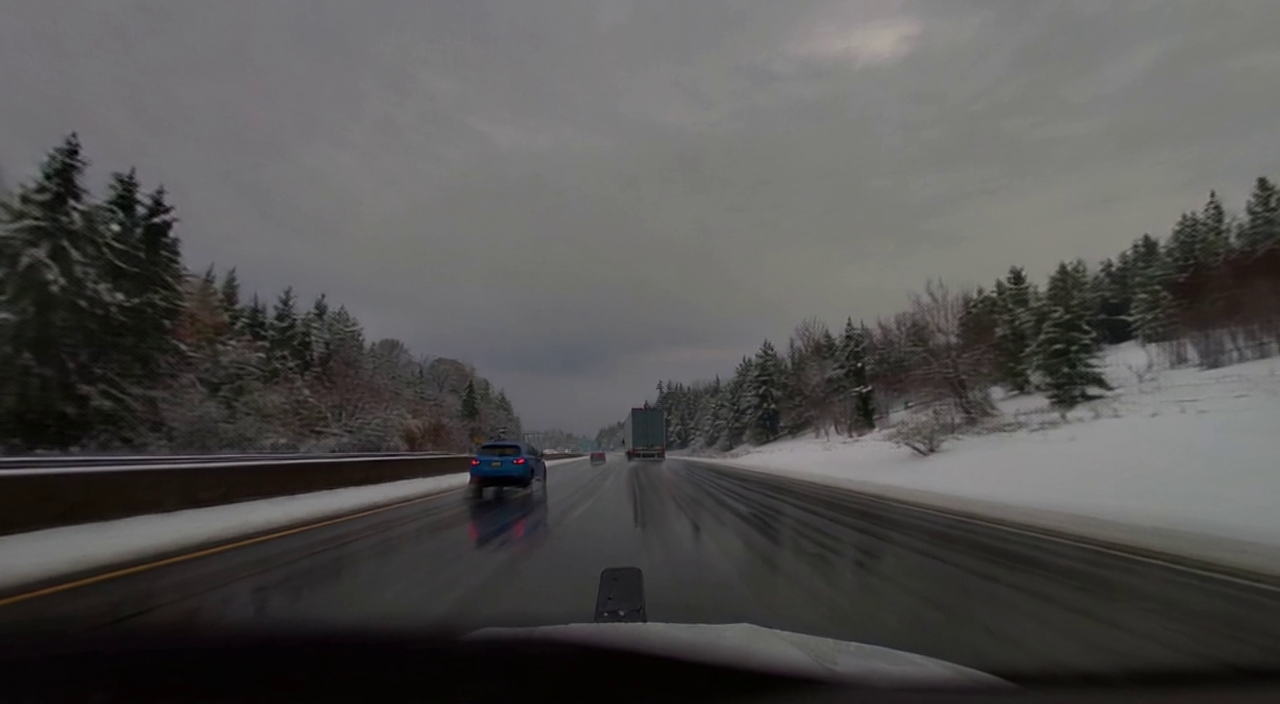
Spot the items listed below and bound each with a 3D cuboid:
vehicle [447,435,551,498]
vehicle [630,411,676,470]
[{"bbox_3d":[-3.849,3.211,17.995,1.977,1.602,3.944,0,-9,1],"label":"vehicle"},{"bbox_3d":[0.747,6.251,44.115,2.893,3.628,9.081,0,-9,-1],"label":"vehicle"}]
